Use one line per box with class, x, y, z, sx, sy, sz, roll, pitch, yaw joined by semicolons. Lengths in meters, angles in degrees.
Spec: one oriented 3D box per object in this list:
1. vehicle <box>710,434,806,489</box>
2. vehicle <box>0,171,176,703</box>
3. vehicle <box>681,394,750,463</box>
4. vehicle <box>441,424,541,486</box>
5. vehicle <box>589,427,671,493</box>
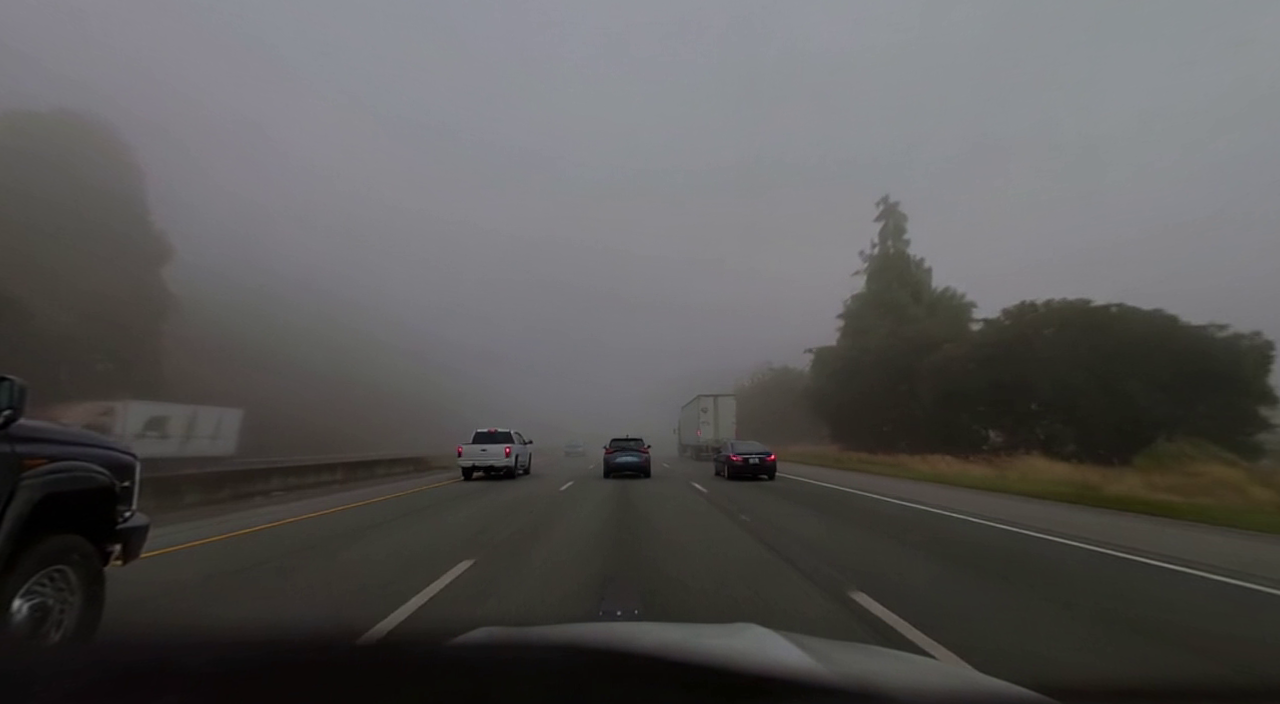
vehicle;3.409;3.233;19.014;1.951;1.477;3.963;0;-8;-3
vehicle;-4.143;0.159;0.662;2.576;2.517;6.208;0;-8;-1
vehicle;5.005;5.562;45.005;2.888;4.135;14.071;0;-8;-1
vehicle;-4.677;3.274;20.527;2.101;1.767;4.702;0;-8;0
vehicle;-0.317;3.006;17.979;2.083;1.647;3.799;0;-8;-2
